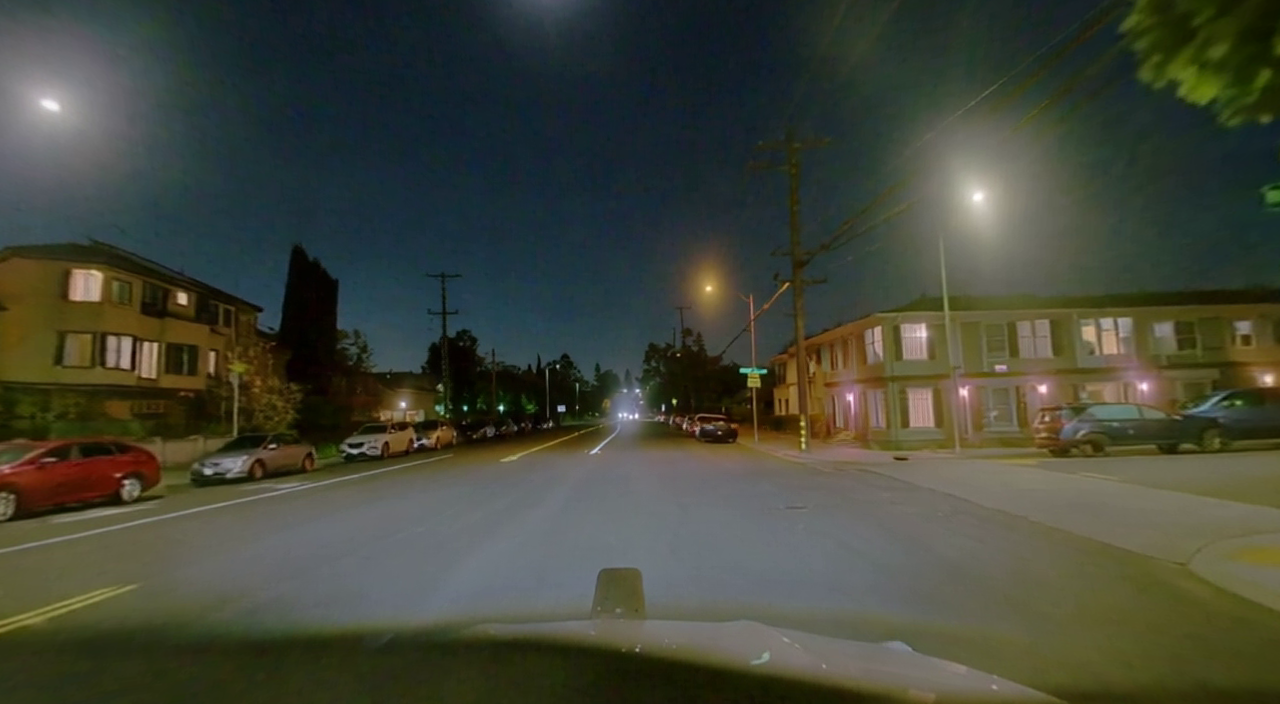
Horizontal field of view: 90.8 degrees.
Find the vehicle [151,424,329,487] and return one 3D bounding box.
[{"bbox_3d":[-11.126,2.904,18.103,2.082,1.540,4.654,0,-8,0],"label":"vehicle"}]

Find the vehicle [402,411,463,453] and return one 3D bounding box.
[{"bbox_3d":[-11.349,4.353,34.819,1.926,1.998,4.447,-4,-5,-2],"label":"vehicle"}]

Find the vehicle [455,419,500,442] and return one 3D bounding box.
[{"bbox_3d":[-11.207,5.448,43.736,2.051,1.520,4.374,0,-8,-1],"label":"vehicle"}]

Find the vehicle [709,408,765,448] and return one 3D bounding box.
[{"bbox_3d":[4.344,3.531,28.957,1.867,1.680,4.176,0,-8,0],"label":"vehicle"}]

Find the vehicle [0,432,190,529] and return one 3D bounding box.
[{"bbox_3d":[-11.057,2.259,11.627,1.970,1.523,4.702,-1,-8,2],"label":"vehicle"}]

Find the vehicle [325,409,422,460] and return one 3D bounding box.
[{"bbox_3d":[-11.163,3.523,26.895,2.056,1.980,4.763,0,-8,-1],"label":"vehicle"}]

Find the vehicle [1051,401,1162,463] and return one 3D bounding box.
[{"bbox_3d":[13.785,2.306,18.566,2.122,1.474,4.313,-9,-8,41],"label":"vehicle"}]
